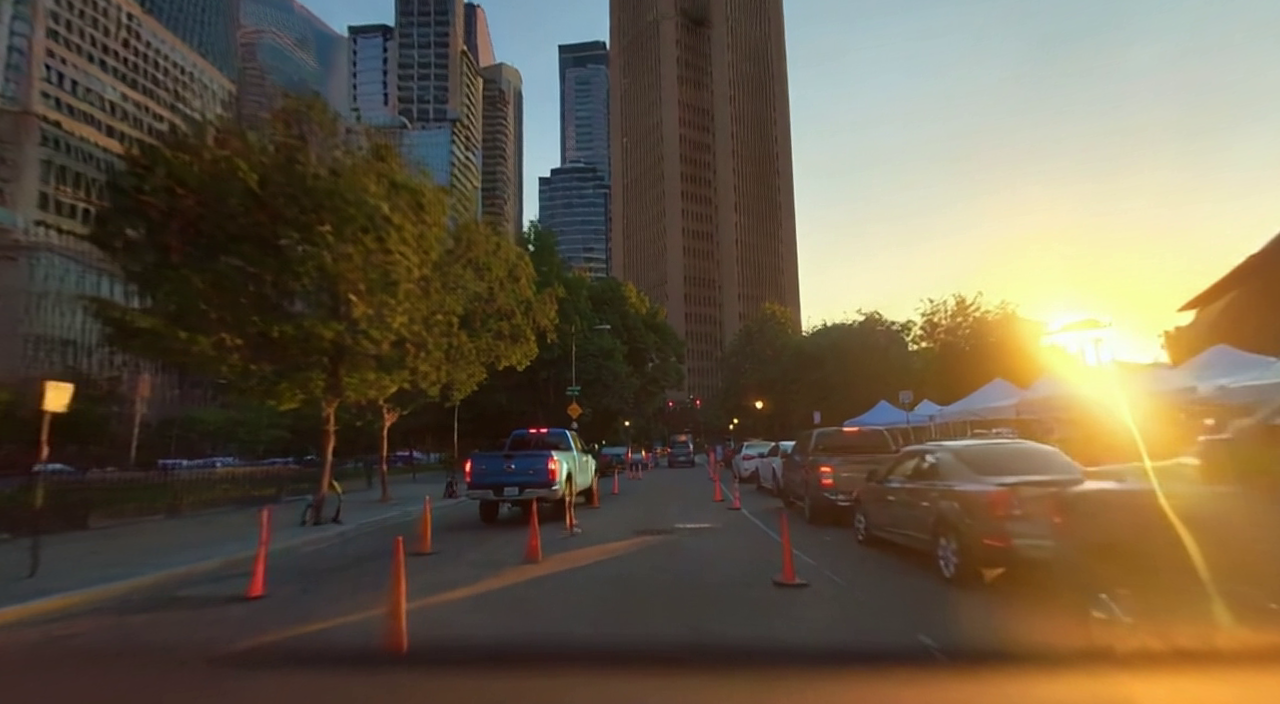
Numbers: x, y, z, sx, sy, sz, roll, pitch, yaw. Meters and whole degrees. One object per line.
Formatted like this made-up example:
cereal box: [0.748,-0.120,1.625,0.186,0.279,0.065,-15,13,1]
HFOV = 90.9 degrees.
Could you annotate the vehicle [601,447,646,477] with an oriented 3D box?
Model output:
vehicle: [-0.843,5.862,33.968,1.895,1.489,4.328,-1,-9,5]

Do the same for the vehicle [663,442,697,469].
vehicle: [2.796,7.214,44.097,2.183,1.784,4.317,-1,-9,3]

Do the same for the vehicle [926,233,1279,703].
vehicle: [2.835,0.540,1.454,2.186,1.800,4.723,-1,-9,1]

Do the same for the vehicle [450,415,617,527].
vehicle: [-1.999,2.549,14.042,2.452,1.954,5.653,-1,-9,3]
